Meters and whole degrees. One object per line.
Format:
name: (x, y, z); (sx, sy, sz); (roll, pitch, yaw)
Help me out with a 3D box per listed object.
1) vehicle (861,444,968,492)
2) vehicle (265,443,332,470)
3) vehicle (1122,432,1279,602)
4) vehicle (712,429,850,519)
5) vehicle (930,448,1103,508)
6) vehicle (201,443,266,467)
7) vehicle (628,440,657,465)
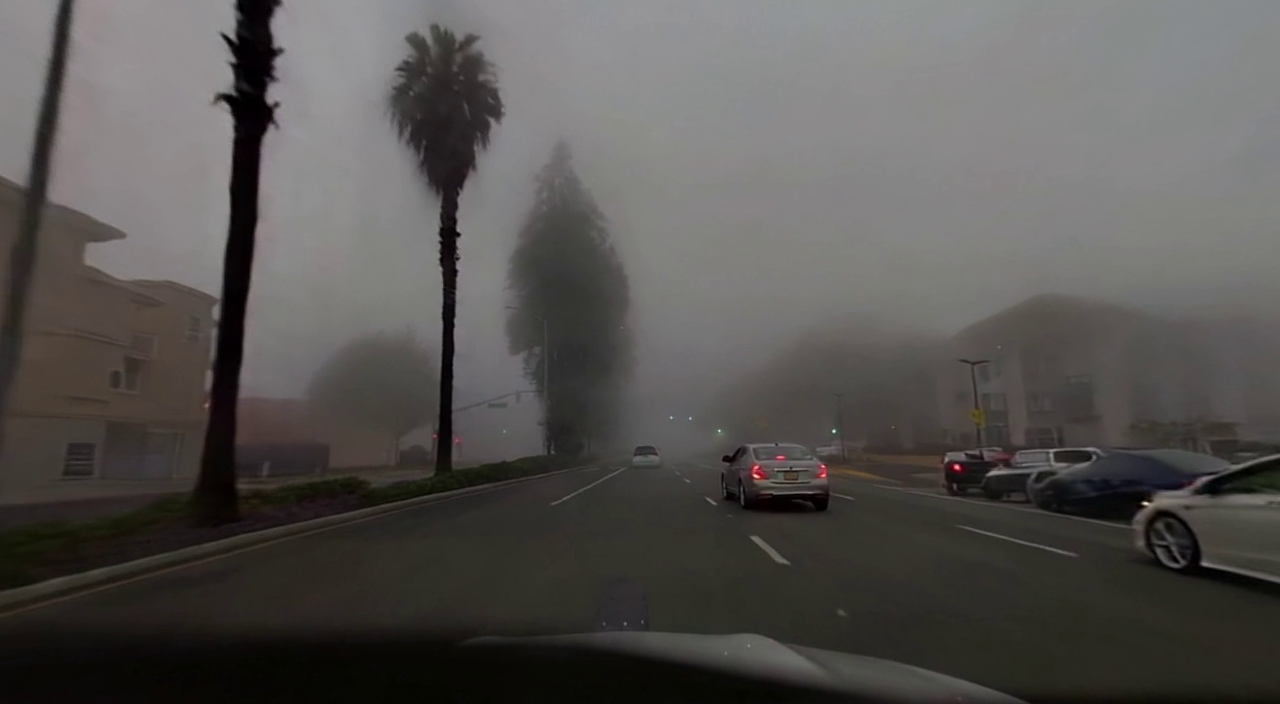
vehicle: (10.253, 4.352, 24.054); (1.916, 1.548, 4.799); (2, -9, -1)
vehicle: (-25.509, 7.829, 47.293); (2.070, 1.856, 5.069); (1, -8, 0)
vehicle: (6.532, 1.357, 4.956); (1.890, 1.471, 4.566); (0, -9, 1)
vehicle: (2.852, 2.580, 13.830); (2.009, 1.639, 4.267); (0, -9, 0)
vehicle: (10.245, 3.434, 17.695); (1.891, 1.428, 4.680); (0, -9, -1)
vehicle: (-30.581, 7.755, 47.618); (1.898, 1.692, 4.455); (0, -9, 0)
vehicle: (0.216, 7.489, 47.078); (2.087, 1.709, 4.076); (0, -9, 1)
